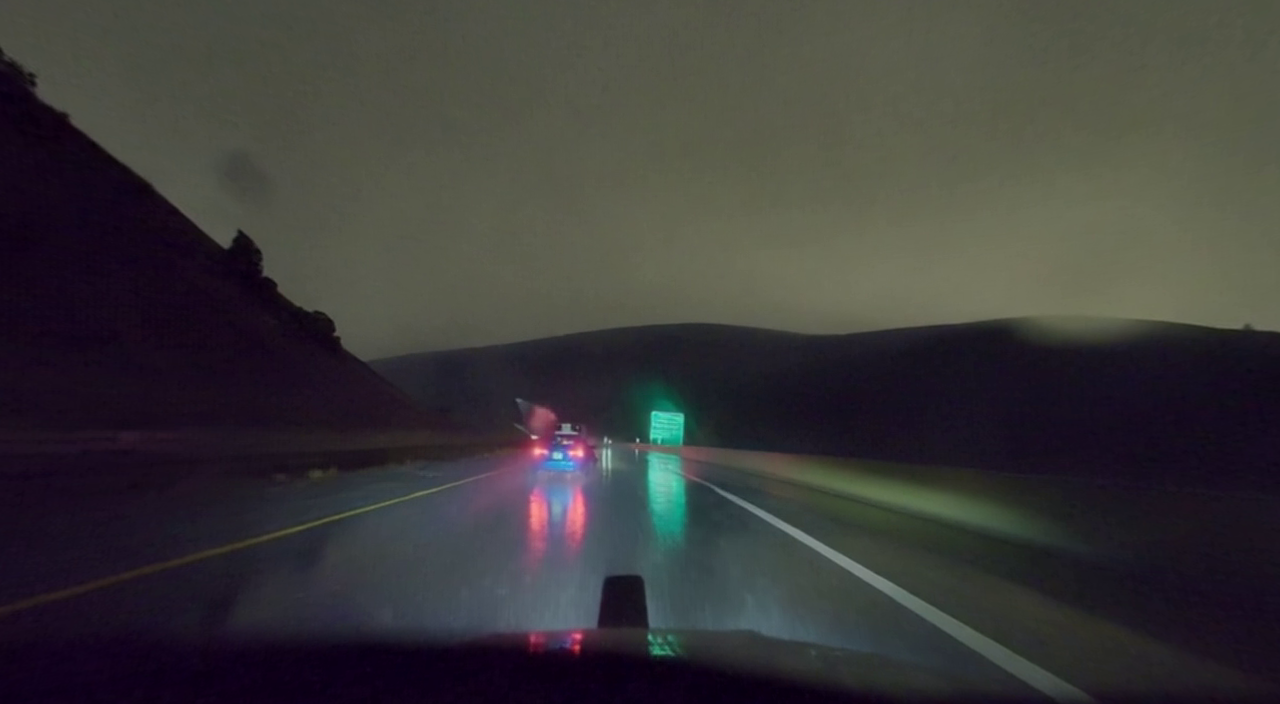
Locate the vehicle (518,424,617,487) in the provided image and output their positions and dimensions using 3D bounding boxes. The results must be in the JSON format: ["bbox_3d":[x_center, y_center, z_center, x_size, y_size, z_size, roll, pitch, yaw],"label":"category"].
[{"bbox_3d":[-1.850,2.825,17.585,2.097,1.511,4.585,0,-8,2],"label":"vehicle"}]
